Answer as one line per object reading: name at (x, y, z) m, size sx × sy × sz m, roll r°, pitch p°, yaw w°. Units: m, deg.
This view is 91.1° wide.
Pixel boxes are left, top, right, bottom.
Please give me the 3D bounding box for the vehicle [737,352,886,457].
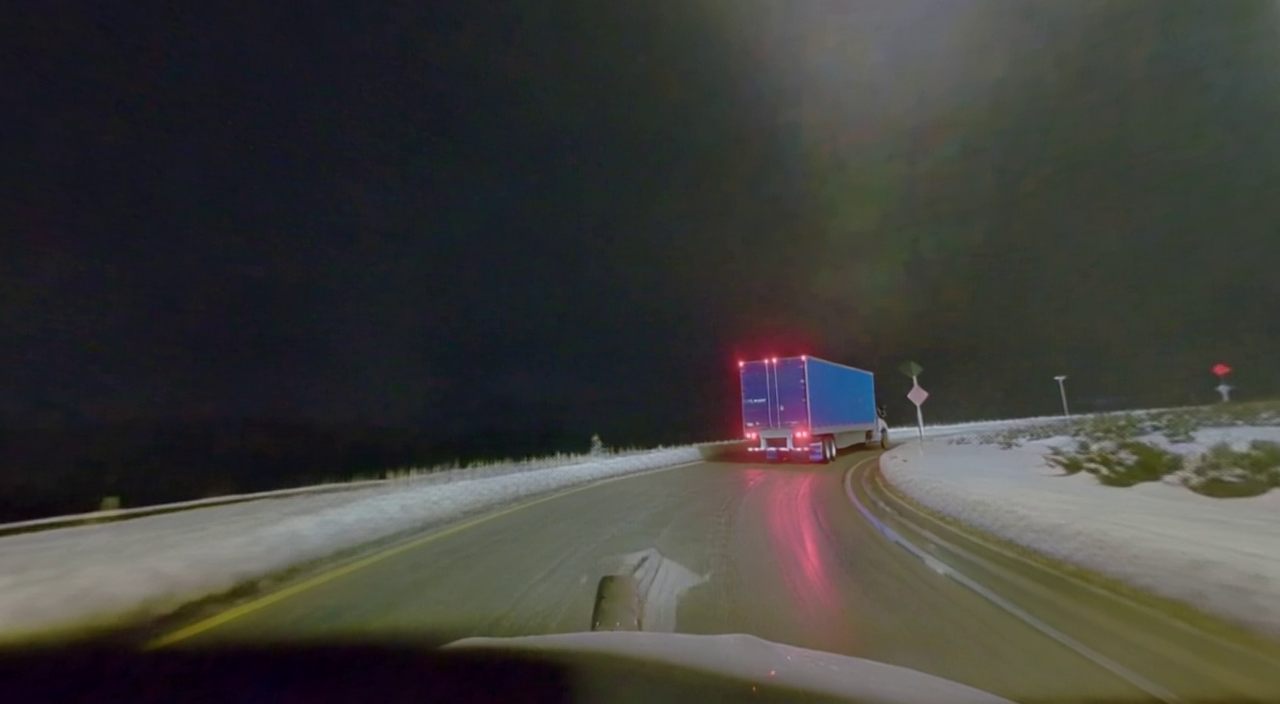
vehicle at (7.864, 2.506, 27.336) m, size 2.837 × 3.712 × 10.484 m, roll -5°, pitch -9°, yaw 34°
